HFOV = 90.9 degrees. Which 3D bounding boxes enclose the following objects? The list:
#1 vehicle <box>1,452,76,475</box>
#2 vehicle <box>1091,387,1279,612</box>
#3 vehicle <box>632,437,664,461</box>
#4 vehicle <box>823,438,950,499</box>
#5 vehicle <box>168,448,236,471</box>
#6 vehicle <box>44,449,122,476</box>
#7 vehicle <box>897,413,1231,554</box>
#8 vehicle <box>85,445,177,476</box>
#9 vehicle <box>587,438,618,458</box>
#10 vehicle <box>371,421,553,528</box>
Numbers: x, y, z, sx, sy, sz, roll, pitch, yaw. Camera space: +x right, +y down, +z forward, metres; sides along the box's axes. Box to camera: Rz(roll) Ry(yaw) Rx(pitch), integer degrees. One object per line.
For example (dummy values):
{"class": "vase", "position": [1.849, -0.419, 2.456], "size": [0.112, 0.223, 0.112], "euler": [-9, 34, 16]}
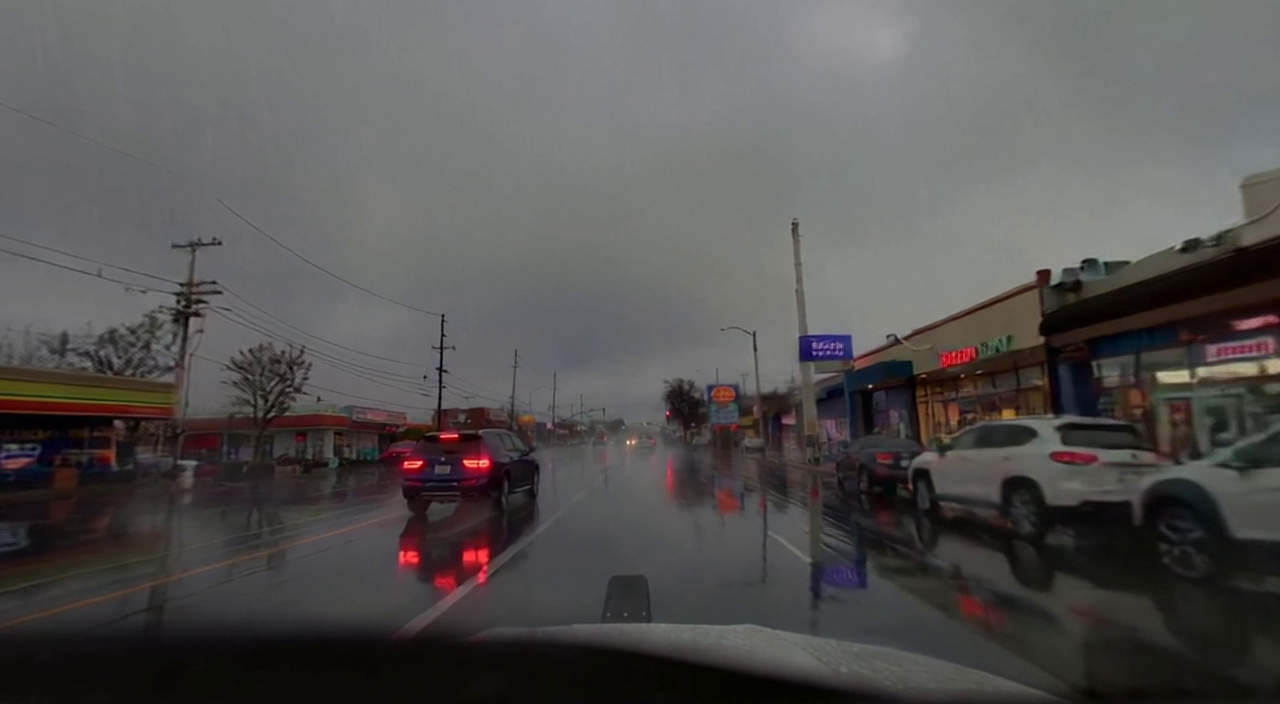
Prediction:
{"class": "vehicle", "position": [-39.996, 7.378, 41.891], "size": [4.129, 1.442, 1.732], "euler": [-3, -9, 19]}
{"class": "vehicle", "position": [6.333, 1.139, 4.668], "size": [2.116, 1.836, 5.235], "euler": [0, -9, 1]}
{"class": "vehicle", "position": [0.523, 6.407, 41.646], "size": [2.037, 1.484, 4.073], "euler": [0, -9, 0]}
{"class": "vehicle", "position": [6.775, 3.223, 17.853], "size": [1.896, 1.497, 4.032], "euler": [0, -9, -1]}
{"class": "vehicle", "position": [-32.260, 7.914, 46.428], "size": [4.435, 1.483, 1.990], "euler": [-5, -8, 23]}
{"class": "vehicle", "position": [-35.472, 7.034, 40.093], "size": [4.731, 1.511, 1.768], "euler": [-5, -7, 22]}
{"class": "vehicle", "position": [6.533, 2.085, 10.743], "size": [2.129, 1.802, 5.084], "euler": [0, -9, 0]}
{"class": "vehicle", "position": [-31.035, 6.610, 38.442], "size": [4.589, 1.779, 2.154], "euler": [-3, -9, 20]}
{"class": "vehicle", "position": [-2.881, 7.483, 49.009], "size": [1.950, 1.450, 4.257], "euler": [0, -9, 2]}
{"class": "vehicle", "position": [-3.073, 2.228, 12.019], "size": [2.049, 1.646, 4.445], "euler": [0, -9, 2]}
